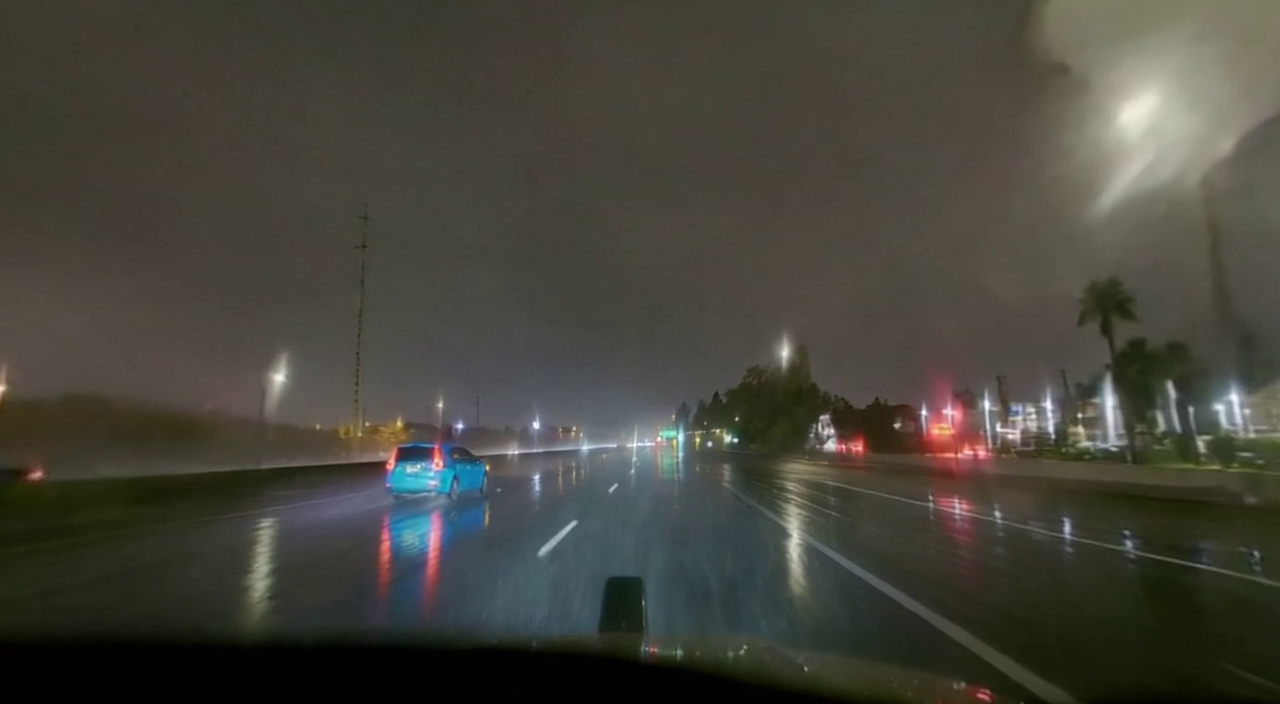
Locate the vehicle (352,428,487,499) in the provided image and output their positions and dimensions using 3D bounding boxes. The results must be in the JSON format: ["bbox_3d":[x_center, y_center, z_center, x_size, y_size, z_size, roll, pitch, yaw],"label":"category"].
[{"bbox_3d":[-6.282,3.229,18.705,2.145,1.793,4.762,-1,-8,2],"label":"vehicle"}]
